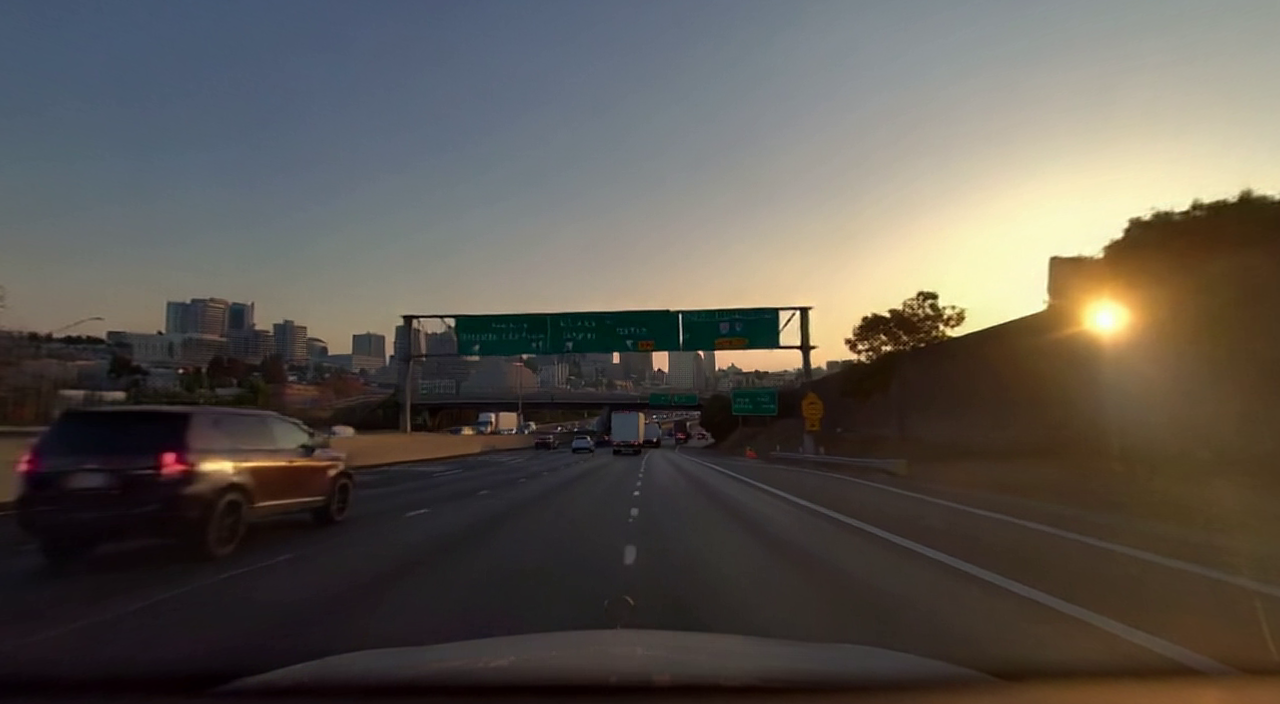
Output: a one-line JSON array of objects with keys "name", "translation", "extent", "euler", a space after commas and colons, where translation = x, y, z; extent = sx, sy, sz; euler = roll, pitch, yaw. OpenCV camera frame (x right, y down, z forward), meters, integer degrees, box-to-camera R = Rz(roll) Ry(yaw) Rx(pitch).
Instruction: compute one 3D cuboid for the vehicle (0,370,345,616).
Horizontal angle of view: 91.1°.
[{"name": "vehicle", "translation": [-5.520, 1.340, 6.992], "extent": [2.119, 1.787, 4.655], "euler": [0, -8, 1]}]
